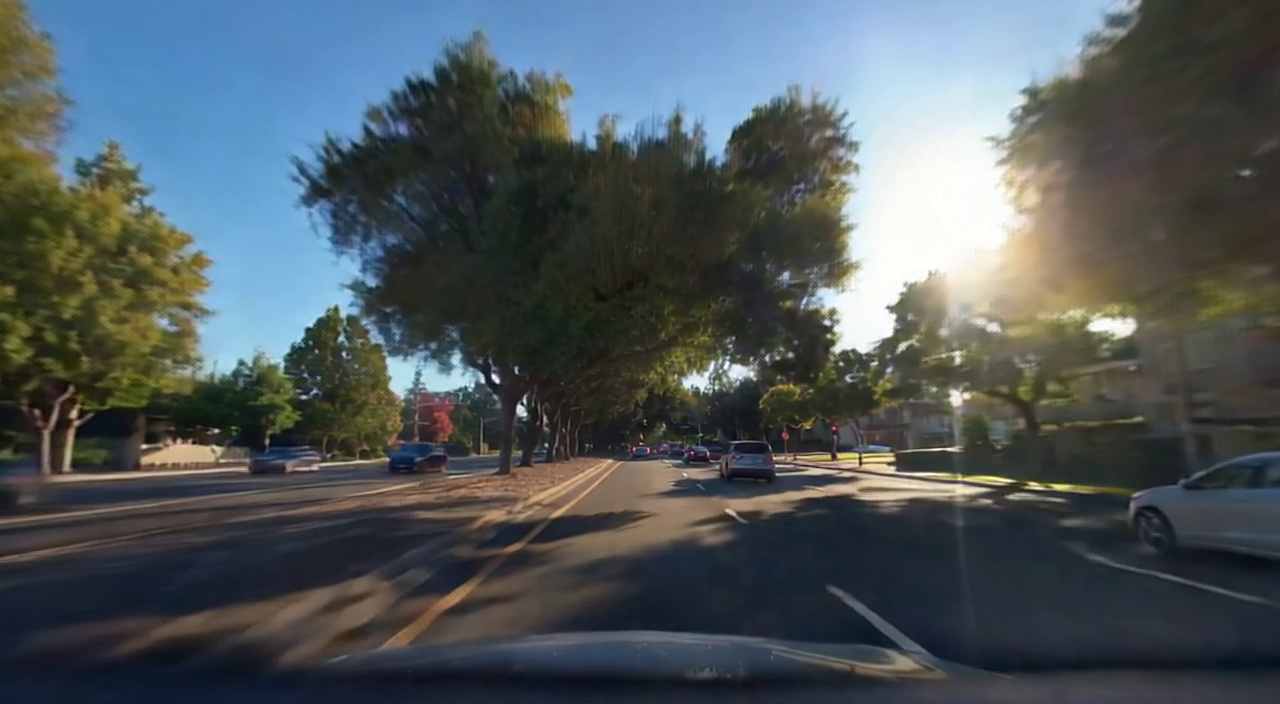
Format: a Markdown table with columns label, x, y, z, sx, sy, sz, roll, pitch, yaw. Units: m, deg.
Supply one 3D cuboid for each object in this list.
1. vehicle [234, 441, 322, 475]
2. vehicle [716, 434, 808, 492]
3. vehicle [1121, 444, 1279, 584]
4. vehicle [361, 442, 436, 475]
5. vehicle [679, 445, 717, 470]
| label | x | y | z | sx | sy | sz | roll | pitch | yaw |
| --- | --- | --- | --- | --- | --- | --- | --- | --- | --- |
| vehicle | -19.422 | 5.699 | 34.182 | 1.956 | 1.727 | 4.641 | 0 | -9 | 1 |
| vehicle | 4.117 | 3.849 | 22.292 | 2.209 | 1.813 | 4.724 | 0 | -9 | -1 |
| vehicle | 7.883 | 1.762 | 6.875 | 1.949 | 1.492 | 4.103 | 0 | -9 | -2 |
| vehicle | -11.909 | 5.261 | 31.454 | 1.938 | 1.487 | 4.442 | 0 | -9 | 1 |
| vehicle | 3.674 | 6.782 | 40.821 | 2.064 | 1.474 | 4.389 | 0 | -9 | 0 |
